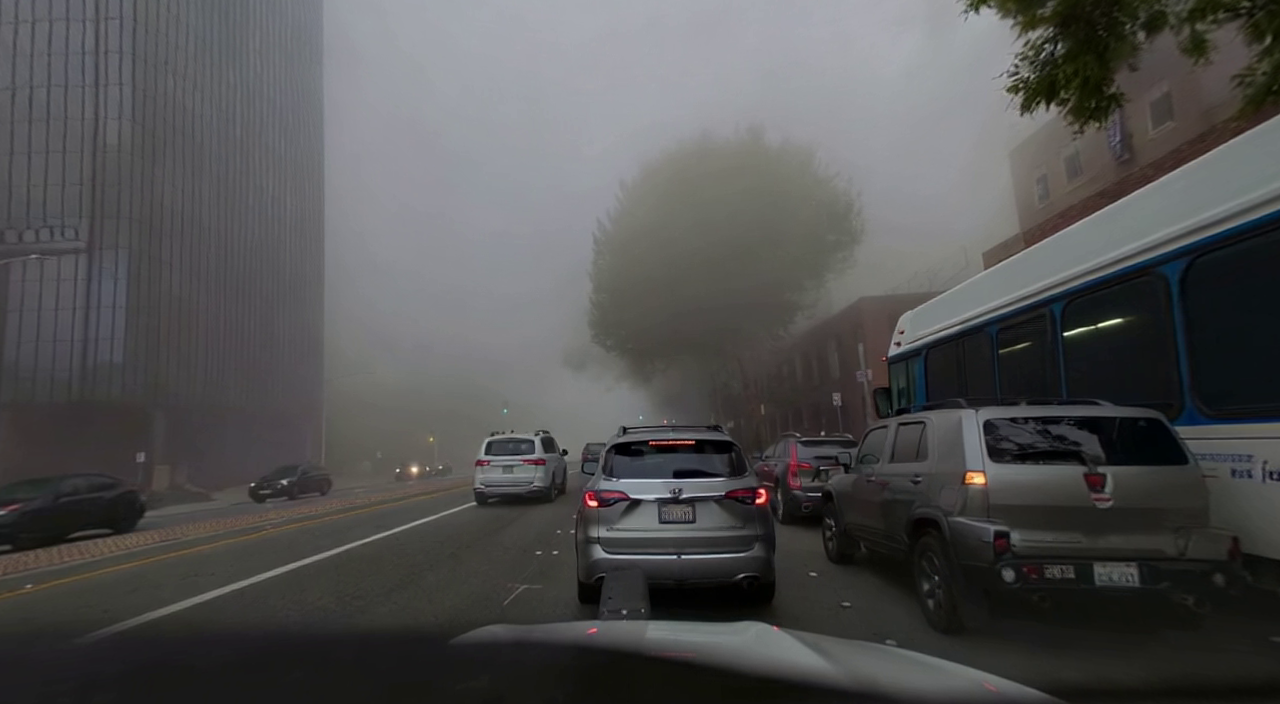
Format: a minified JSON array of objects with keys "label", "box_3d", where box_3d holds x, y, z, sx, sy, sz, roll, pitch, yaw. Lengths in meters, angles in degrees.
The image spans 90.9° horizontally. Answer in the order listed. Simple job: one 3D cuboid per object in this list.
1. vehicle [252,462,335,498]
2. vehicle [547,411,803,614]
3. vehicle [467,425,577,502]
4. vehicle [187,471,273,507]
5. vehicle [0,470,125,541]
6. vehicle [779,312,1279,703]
[{"label":"vehicle","box_3d":[-18.744,6.913,34.346,1.964,1.686,4.144,0,-9,3]},{"label":"vehicle","box_3d":[0.229,1.557,6.917,2.045,1.608,3.573,0,-9,-2]},{"label":"vehicle","box_3d":[-3.220,3.199,18.479,2.175,1.919,5.223,0,-9,0]},{"label":"vehicle","box_3d":[-22.585,7.545,34.932,1.854,1.419,4.318,-7,-8,0]},{"label":"vehicle","box_3d":[-16.438,4.024,16.873,1.903,1.580,3.976,0,-9,0]},{"label":"vehicle","box_3d":[2.724,1.108,4.937,2.117,1.855,4.794,0,-9,-1]}]
